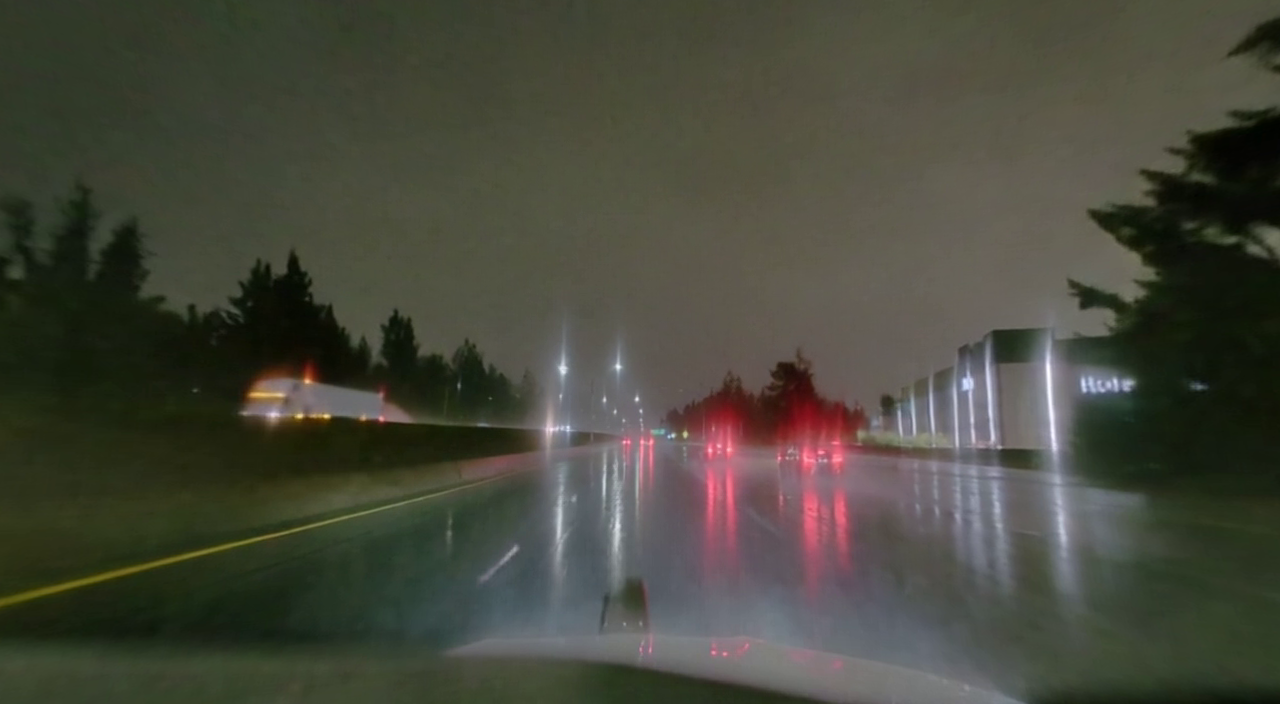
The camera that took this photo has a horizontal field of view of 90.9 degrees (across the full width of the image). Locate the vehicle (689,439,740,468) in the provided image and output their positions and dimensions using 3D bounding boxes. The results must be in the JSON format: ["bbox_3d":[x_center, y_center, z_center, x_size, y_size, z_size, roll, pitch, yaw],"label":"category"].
[{"bbox_3d":[3.806,5.299,33.095,2.069,1.431,4.313,0,-8,-1],"label":"vehicle"}]

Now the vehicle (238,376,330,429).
[{"bbox_3d":[-27.610,4.069,49.382,2.975,3.655,7.228,0,-8,-1],"label":"vehicle"}]
